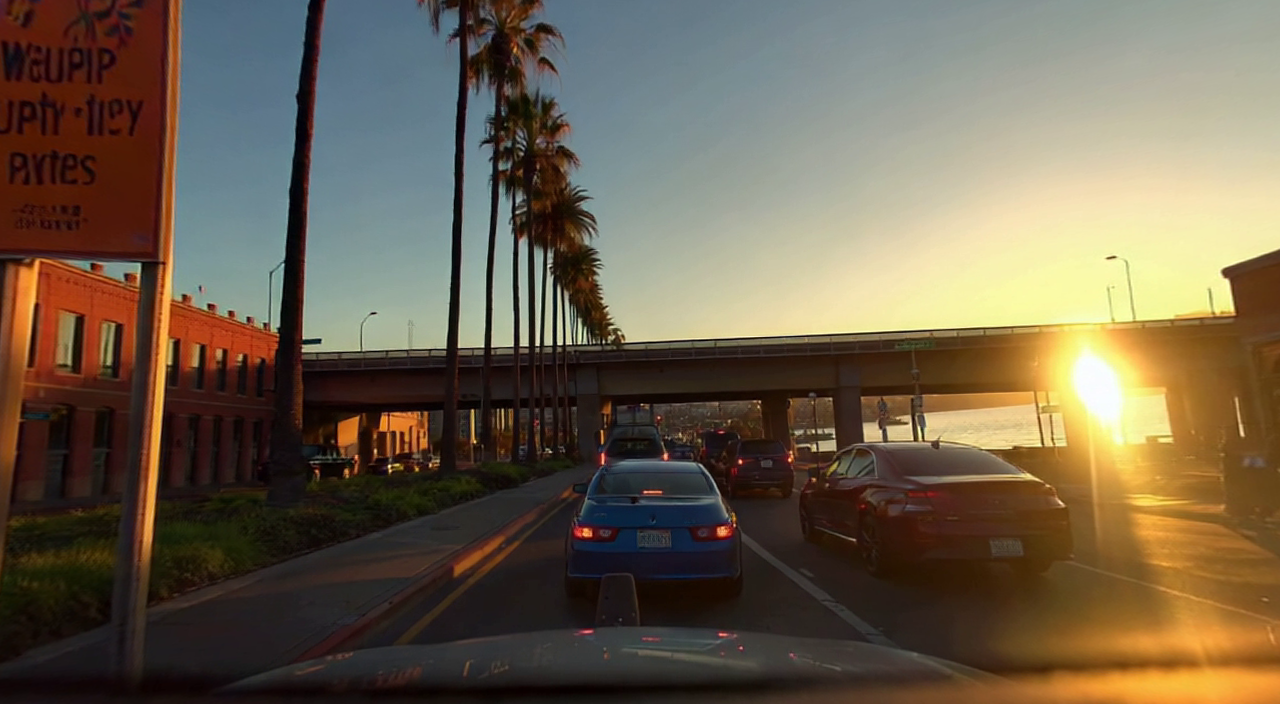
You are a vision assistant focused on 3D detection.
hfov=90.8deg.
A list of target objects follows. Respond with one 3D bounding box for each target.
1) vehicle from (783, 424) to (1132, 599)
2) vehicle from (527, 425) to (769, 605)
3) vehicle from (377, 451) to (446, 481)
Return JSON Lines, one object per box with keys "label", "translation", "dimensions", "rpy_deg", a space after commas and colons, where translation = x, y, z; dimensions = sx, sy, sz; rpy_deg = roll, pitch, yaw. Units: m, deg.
{"label": "vehicle", "translation": [3.262, 1.715, 7.736], "dimensions": [1.920, 1.490, 4.417], "rpy_deg": [0, -9, -1]}
{"label": "vehicle", "translation": [0.063, 1.671, 7.276], "dimensions": [2.048, 1.503, 3.681], "rpy_deg": [0, -9, 0]}
{"label": "vehicle", "translation": [-14.948, 7.472, 41.681], "dimensions": [2.104, 1.802, 4.852], "rpy_deg": [-2, -9, 9]}
